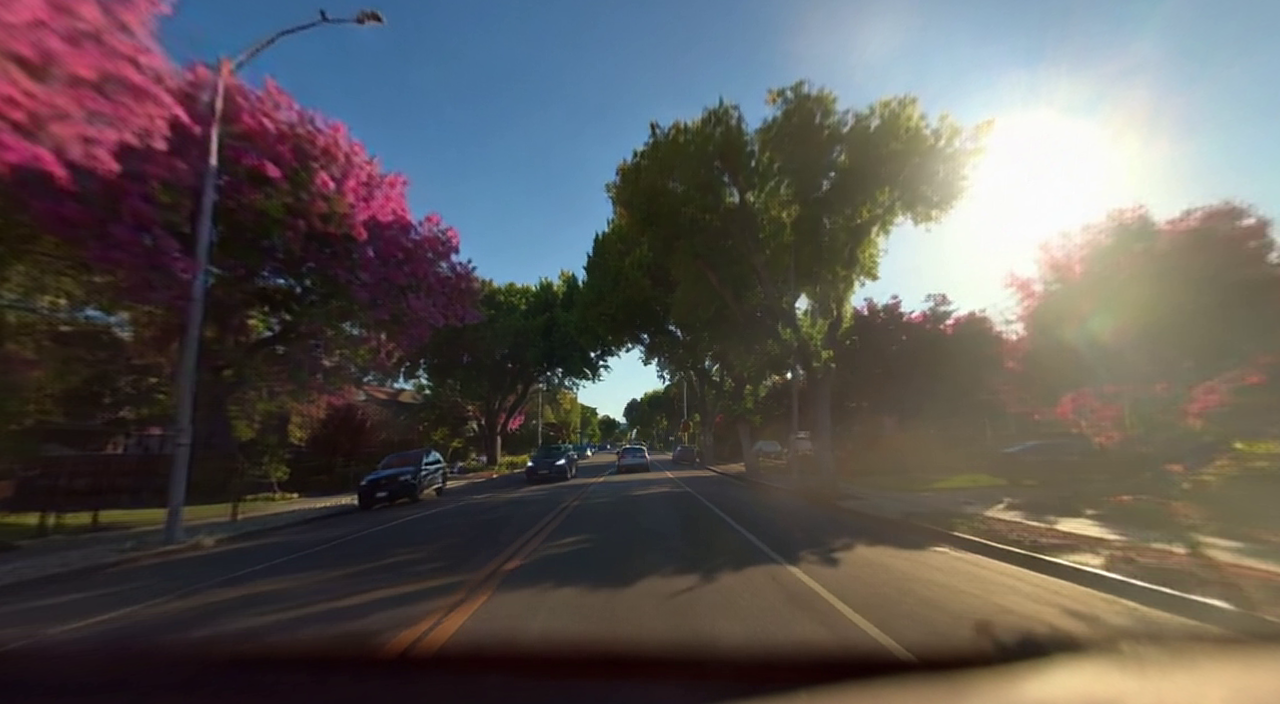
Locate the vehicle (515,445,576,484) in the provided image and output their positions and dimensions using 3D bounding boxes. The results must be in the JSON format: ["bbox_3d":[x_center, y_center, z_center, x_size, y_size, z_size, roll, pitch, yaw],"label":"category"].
[{"bbox_3d":[-3.995,4.841,27.386,2.022,1.534,4.320,0,-8,-1],"label":"vehicle"}]

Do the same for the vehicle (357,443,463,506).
[{"bbox_3d":[-7.695,4.171,21.596,2.022,1.795,4.337,-3,-10,0],"label":"vehicle"}]

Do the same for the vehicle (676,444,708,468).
[{"bbox_3d":[3.795,7.684,46.748,1.895,1.640,4.090,0,-8,-1],"label":"vehicle"}]

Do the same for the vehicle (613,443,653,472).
[{"bbox_3d":[-0.381,5.849,35.100,2.104,1.500,3.815,0,-8,-1],"label":"vehicle"}]
